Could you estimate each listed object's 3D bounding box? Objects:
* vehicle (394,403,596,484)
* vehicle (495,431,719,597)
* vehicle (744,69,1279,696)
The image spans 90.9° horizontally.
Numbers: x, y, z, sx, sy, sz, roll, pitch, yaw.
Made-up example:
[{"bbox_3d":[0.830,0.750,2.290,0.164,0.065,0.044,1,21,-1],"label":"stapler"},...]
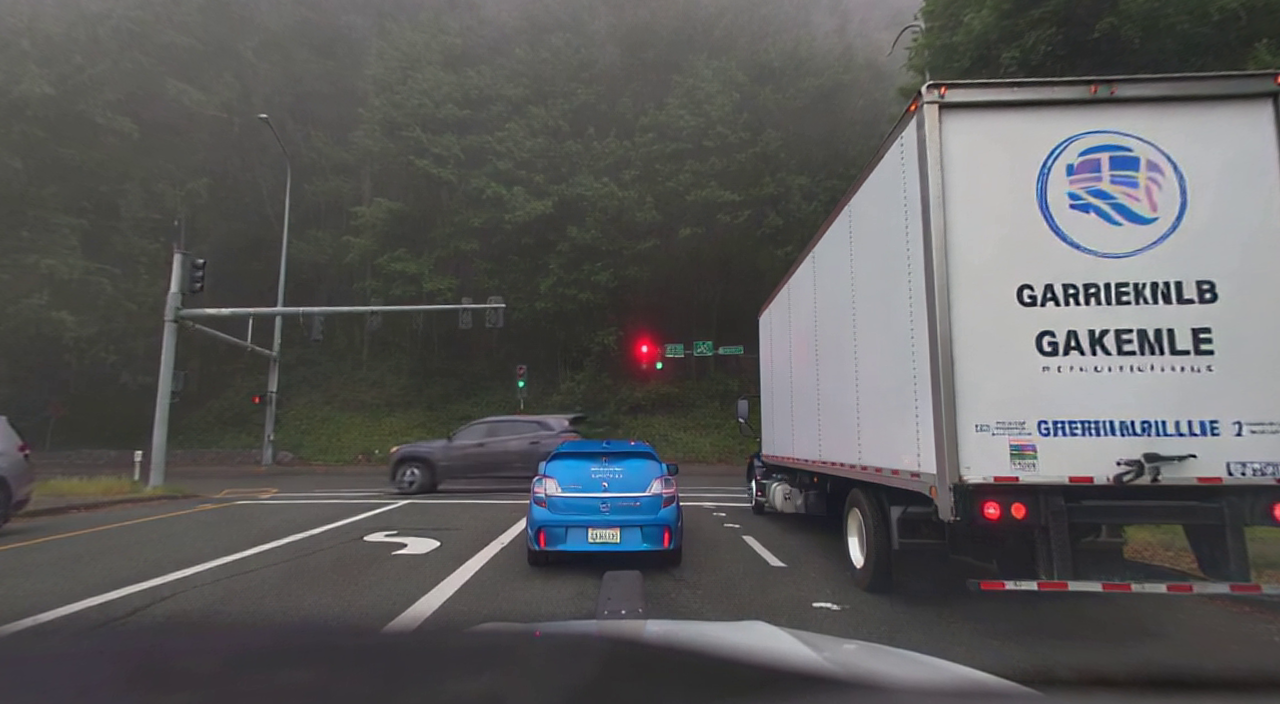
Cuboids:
[{"bbox_3d":[-6.815,4.467,30.767,9.076,3.642,2.916,1,-9,-9],"label":"vehicle"},{"bbox_3d":[-0.327,1.714,7.424,1.975,1.457,3.526,0,-9,-1],"label":"vehicle"},{"bbox_3d":[3.580,0.792,8.586,2.884,3.753,9.763,0,-9,1],"label":"vehicle"}]
